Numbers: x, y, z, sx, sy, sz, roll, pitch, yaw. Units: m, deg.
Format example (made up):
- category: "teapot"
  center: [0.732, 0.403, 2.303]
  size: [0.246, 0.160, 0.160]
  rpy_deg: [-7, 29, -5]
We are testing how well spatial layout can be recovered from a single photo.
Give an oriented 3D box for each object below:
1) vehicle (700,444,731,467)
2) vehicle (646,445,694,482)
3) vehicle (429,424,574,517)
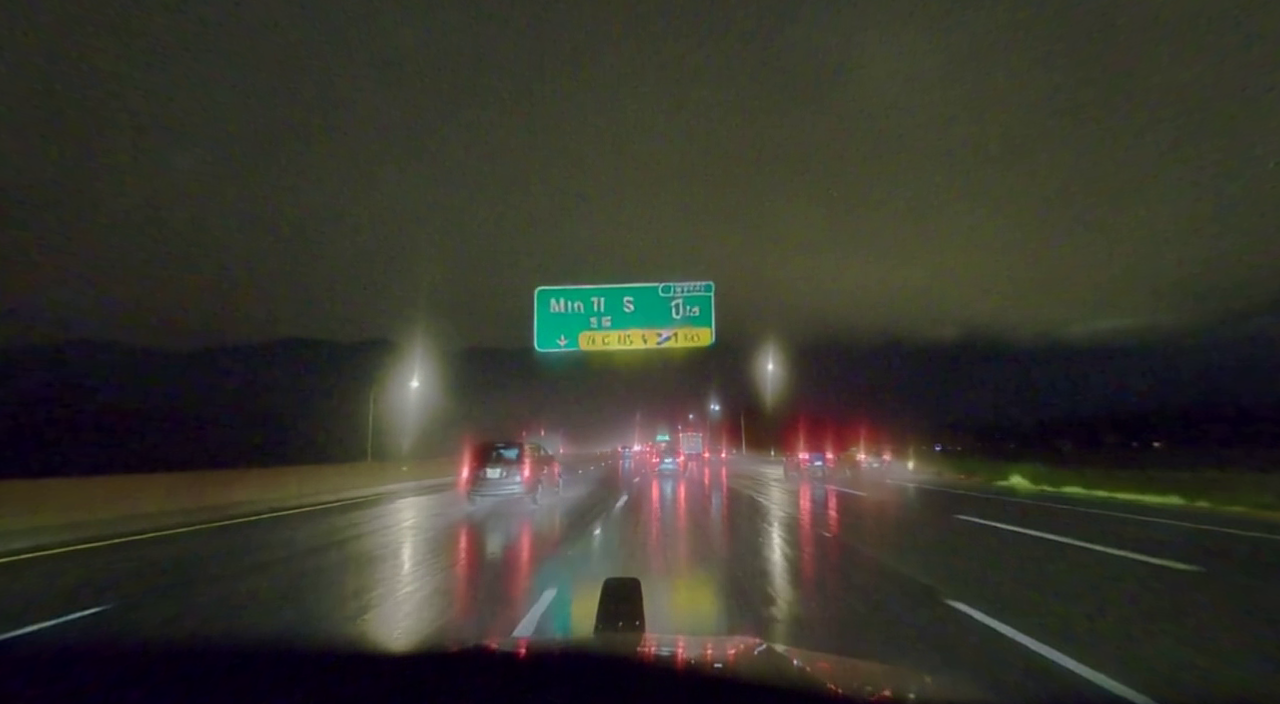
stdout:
- category: "vehicle"
  center: [5.786, 7.981, 48.698]
  size: [1.975, 1.650, 4.257]
  rpy_deg: [0, -9, 1]
- category: "vehicle"
  center: [1.301, 4.944, 28.212]
  size: [2.004, 1.471, 4.032]
  rpy_deg: [0, -9, 1]
- category: "vehicle"
  center: [-2.884, 2.596, 14.245]
  size: [2.142, 1.724, 4.344]
  rpy_deg: [0, -9, 2]
